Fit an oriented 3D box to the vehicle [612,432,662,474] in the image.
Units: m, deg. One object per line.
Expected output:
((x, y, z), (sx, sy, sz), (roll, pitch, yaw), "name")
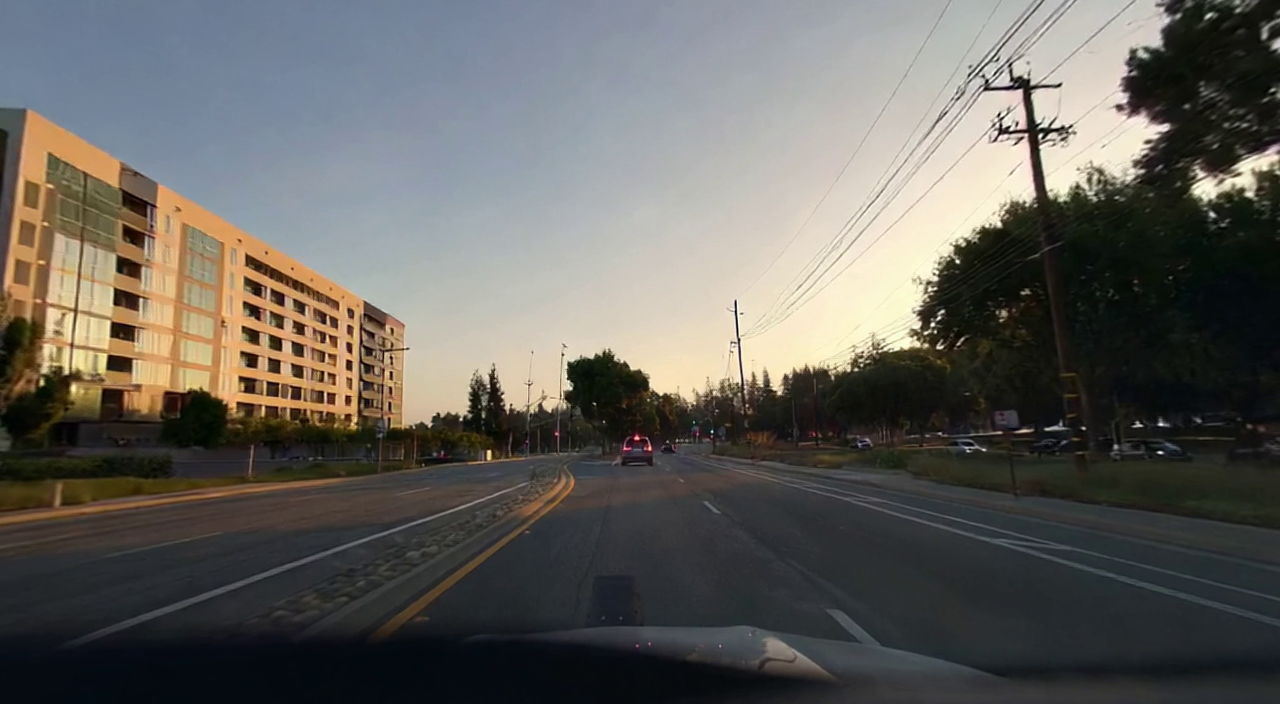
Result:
((-0.144, 4.700, 29.432), (2.189, 1.776, 4.342), (0, -9, 0), "vehicle")

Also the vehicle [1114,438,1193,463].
((31.087, 5.990, 38.399), (1.610, 1.397, 3.842), (0, -9, 2), "vehicle")
